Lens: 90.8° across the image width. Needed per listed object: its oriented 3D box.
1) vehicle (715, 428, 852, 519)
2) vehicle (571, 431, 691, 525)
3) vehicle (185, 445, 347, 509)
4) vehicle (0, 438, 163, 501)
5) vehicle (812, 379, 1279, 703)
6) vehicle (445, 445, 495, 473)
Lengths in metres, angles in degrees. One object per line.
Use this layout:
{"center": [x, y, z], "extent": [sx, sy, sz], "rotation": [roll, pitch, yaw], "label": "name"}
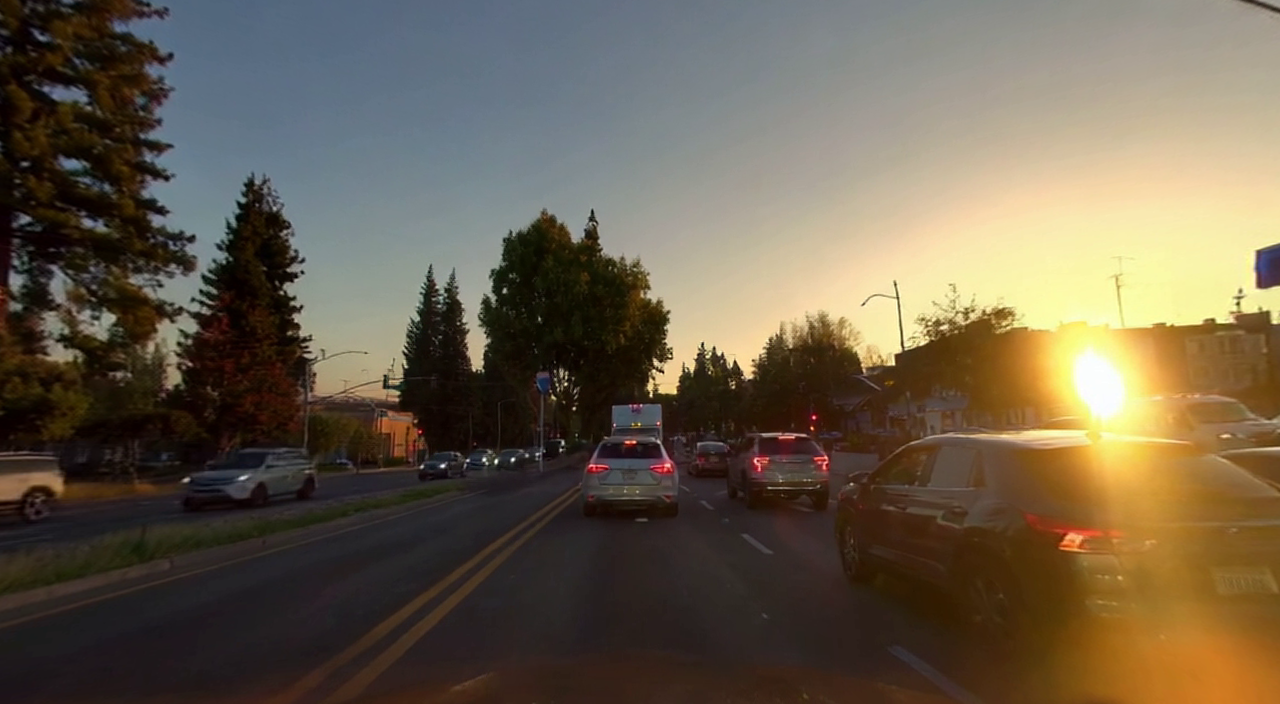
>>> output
{"center": [2.947, 2.595, 13.969], "extent": [1.995, 1.677, 4.106], "rotation": [0, -9, -1], "label": "vehicle"}
{"center": [-0.186, 2.491, 12.988], "extent": [2.106, 1.613, 3.697], "rotation": [0, -9, -1], "label": "vehicle"}
{"center": [-11.059, 3.680, 19.197], "extent": [2.055, 1.663, 4.637], "rotation": [0, -9, 0], "label": "vehicle"}
{"center": [-26.917, 5.596, 30.761], "extent": [2.571, 2.711, 6.027], "rotation": [0, -9, 0], "label": "vehicle"}
{"center": [3.284, 1.324, 5.610], "extent": [2.056, 1.700, 4.399], "rotation": [0, -9, -3], "label": "vehicle"}
{"center": [-11.359, 7.169, 42.497], "extent": [2.083, 1.719, 4.497], "rotation": [-1, -9, 1], "label": "vehicle"}
